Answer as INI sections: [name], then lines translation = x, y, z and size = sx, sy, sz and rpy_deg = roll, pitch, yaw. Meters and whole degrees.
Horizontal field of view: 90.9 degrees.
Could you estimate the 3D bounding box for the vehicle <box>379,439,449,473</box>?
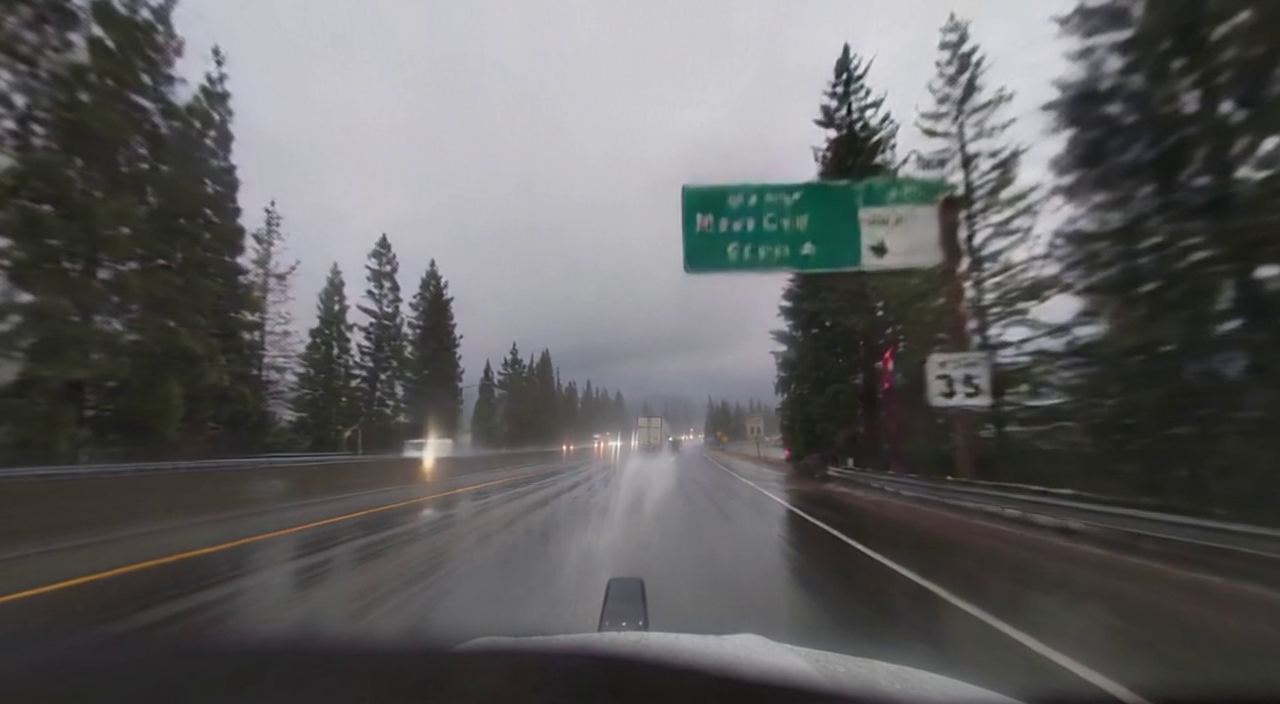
[vehicle]
translation = -11.313, 5.218, 31.921
size = 1.959, 1.563, 4.426
rpy_deg = 0, -8, 0
